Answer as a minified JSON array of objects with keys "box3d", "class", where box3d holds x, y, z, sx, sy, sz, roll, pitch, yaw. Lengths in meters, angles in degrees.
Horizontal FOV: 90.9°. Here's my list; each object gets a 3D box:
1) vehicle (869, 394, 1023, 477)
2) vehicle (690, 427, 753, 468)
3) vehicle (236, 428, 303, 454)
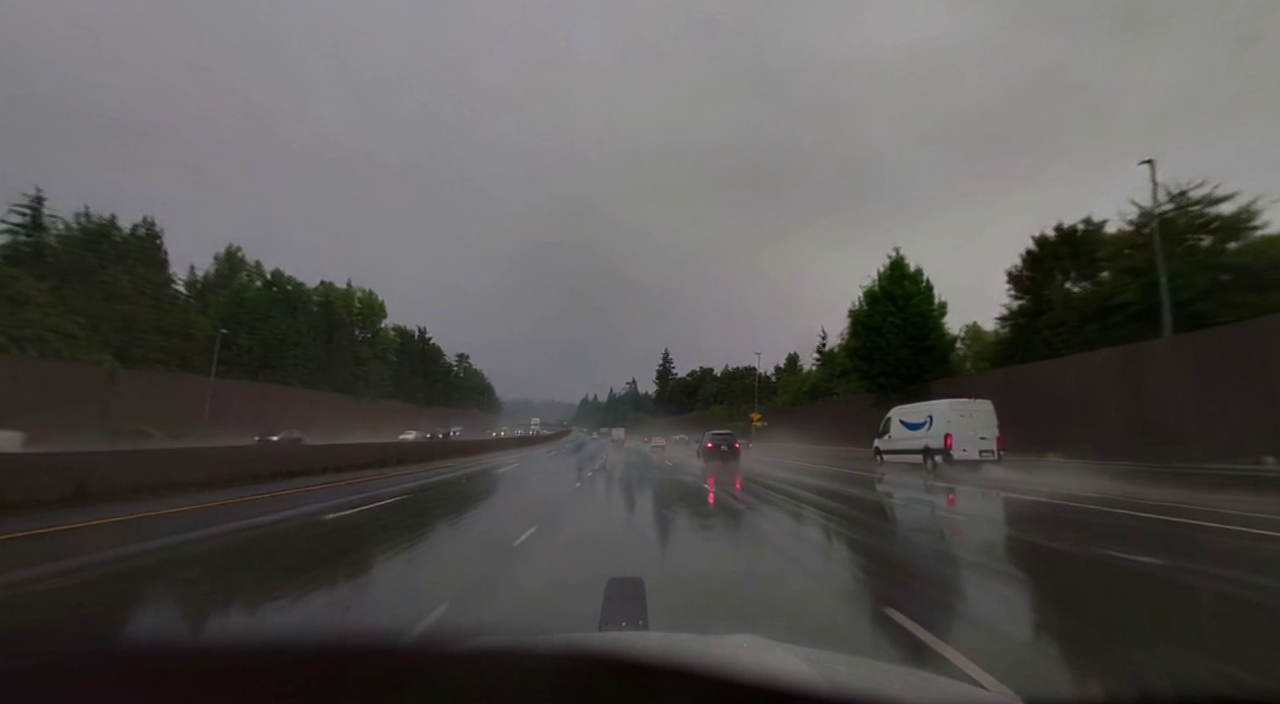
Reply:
[{"box3d":[11.671,3.337,24.910,2.274,2.802,6.802,0,-8,-3],"class":"vehicle"},{"box3d":[3.609,4.344,28.819,2.141,1.732,4.279,0,-8,-3],"class":"vehicle"},{"box3d":[-25.542,6.160,43.659,1.940,1.675,4.621,0,-8,-2],"class":"vehicle"}]
